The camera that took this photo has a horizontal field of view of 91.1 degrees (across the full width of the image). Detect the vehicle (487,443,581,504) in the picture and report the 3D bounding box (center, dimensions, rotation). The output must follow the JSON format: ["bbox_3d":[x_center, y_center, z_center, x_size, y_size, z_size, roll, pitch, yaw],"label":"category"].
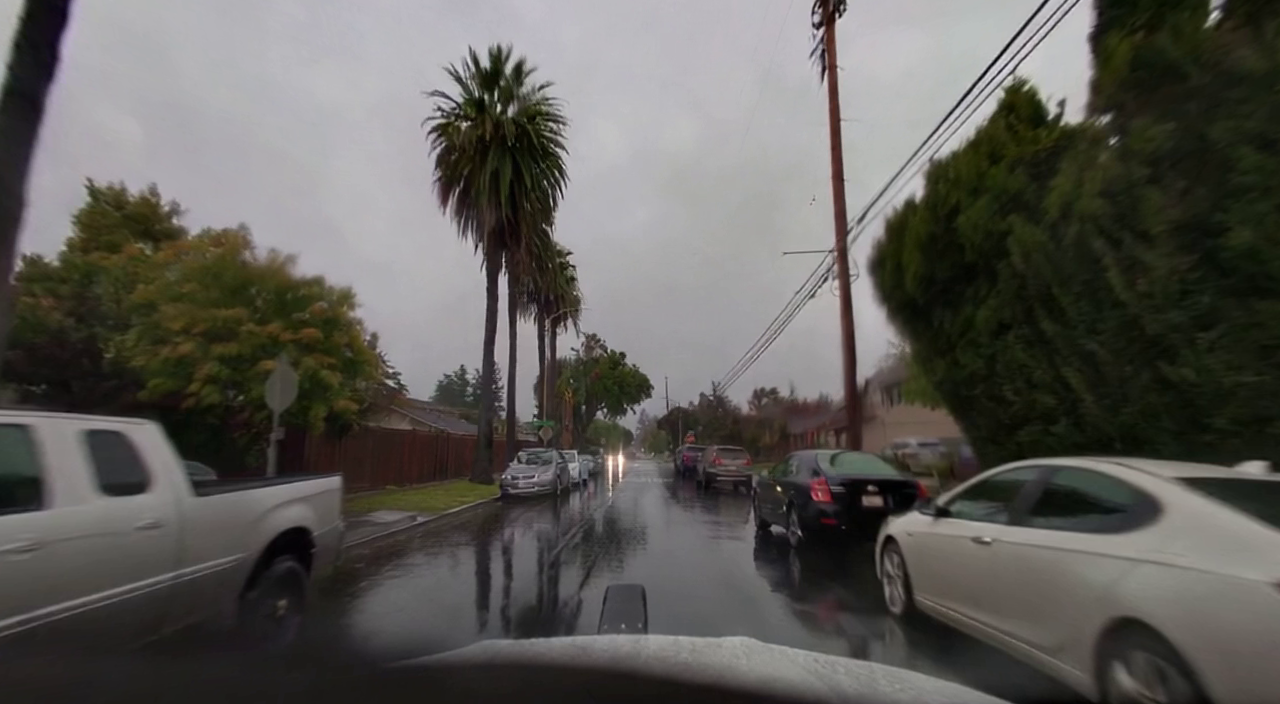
[{"bbox_3d":[-2.917,3.441,18.306,1.877,1.521,4.348,0,-8,2],"label":"vehicle"}]

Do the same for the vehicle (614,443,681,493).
[{"bbox_3d":[0.248,3.805,20.979,2.010,1.499,4.107,0,-8,1],"label":"vehicle"}]

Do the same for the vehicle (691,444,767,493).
[{"bbox_3d":[3.079,4.114,22.618,1.967,1.563,4.237,0,-8,-2],"label":"vehicle"}]

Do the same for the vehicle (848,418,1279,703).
[{"bbox_3d":[2.893,1.211,3.583,1.869,1.505,4.397,0,-8,0],"label":"vehicle"}]

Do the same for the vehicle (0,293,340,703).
[{"bbox_3d":[-3.046,0.733,1.954,2.044,1.797,4.650,-1,-10,-2],"label":"vehicle"}]
